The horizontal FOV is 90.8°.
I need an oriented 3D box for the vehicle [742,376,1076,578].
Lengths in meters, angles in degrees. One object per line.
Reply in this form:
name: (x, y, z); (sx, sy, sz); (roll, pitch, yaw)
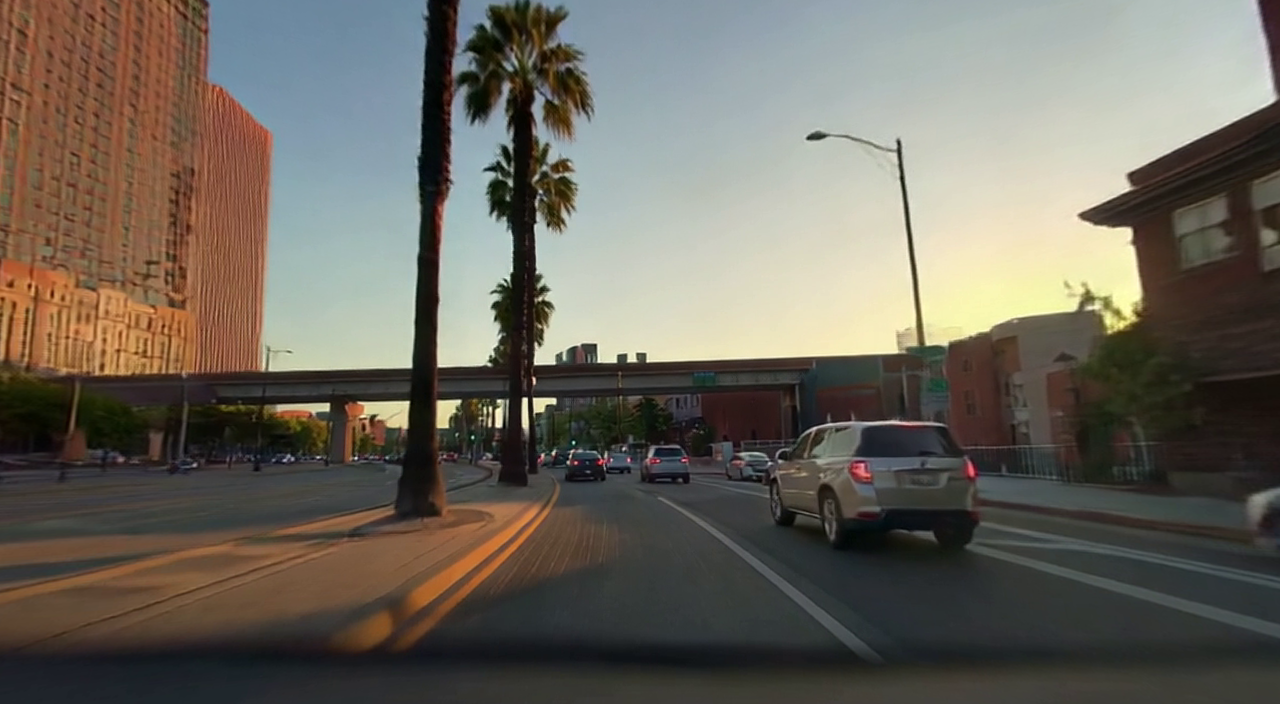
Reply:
vehicle: (3.384, 1.740, 9.544); (2.434, 2.171, 5.098); (1, -9, -5)

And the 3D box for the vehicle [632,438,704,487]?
vehicle: (1.145, 5.018, 29.033); (2.407, 1.991, 5.130); (1, -9, -8)

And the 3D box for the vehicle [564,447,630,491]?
vehicle: (-1.904, 4.773, 26.228); (2.332, 1.625, 4.933); (1, -9, -8)
